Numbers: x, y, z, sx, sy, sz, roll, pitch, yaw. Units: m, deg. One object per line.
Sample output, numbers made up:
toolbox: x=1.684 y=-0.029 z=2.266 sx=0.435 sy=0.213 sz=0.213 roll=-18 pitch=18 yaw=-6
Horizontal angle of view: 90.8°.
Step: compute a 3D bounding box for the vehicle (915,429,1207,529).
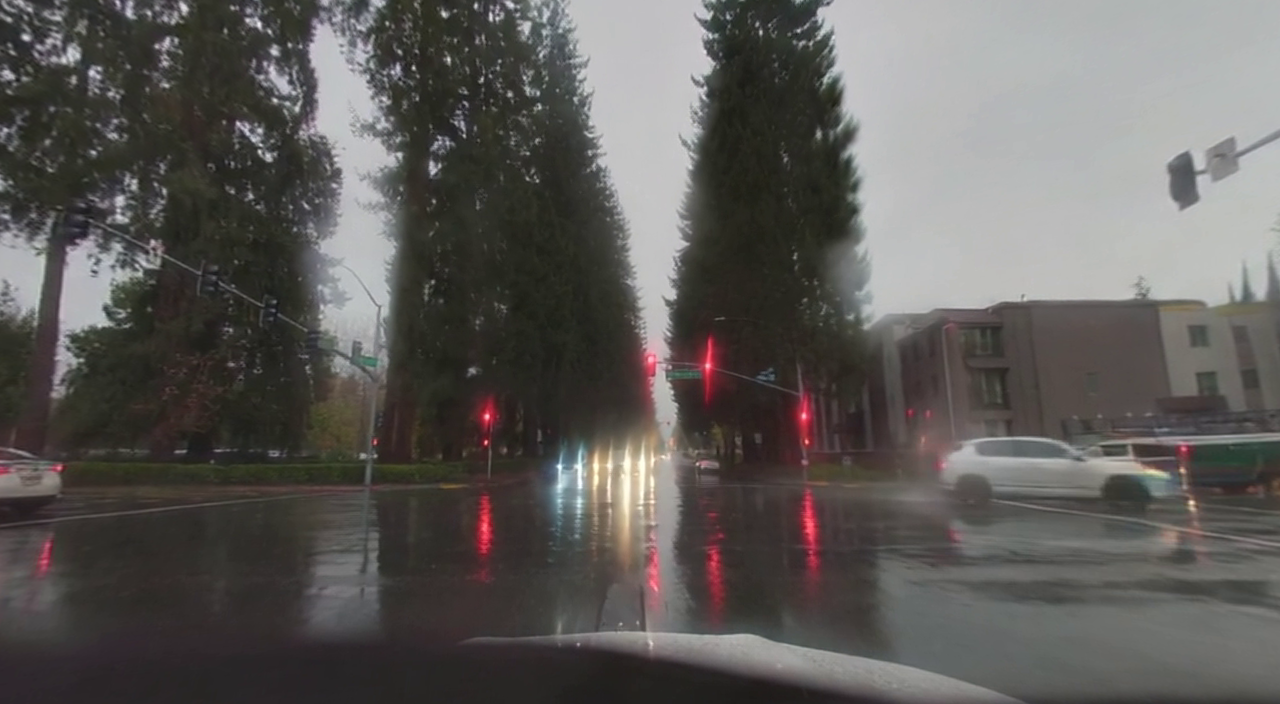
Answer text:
vehicle: x=8.672 y=2.543 z=13.431 sx=4.728 sy=1.740 sz=2.162 roll=-6 pitch=-10 yaw=36
